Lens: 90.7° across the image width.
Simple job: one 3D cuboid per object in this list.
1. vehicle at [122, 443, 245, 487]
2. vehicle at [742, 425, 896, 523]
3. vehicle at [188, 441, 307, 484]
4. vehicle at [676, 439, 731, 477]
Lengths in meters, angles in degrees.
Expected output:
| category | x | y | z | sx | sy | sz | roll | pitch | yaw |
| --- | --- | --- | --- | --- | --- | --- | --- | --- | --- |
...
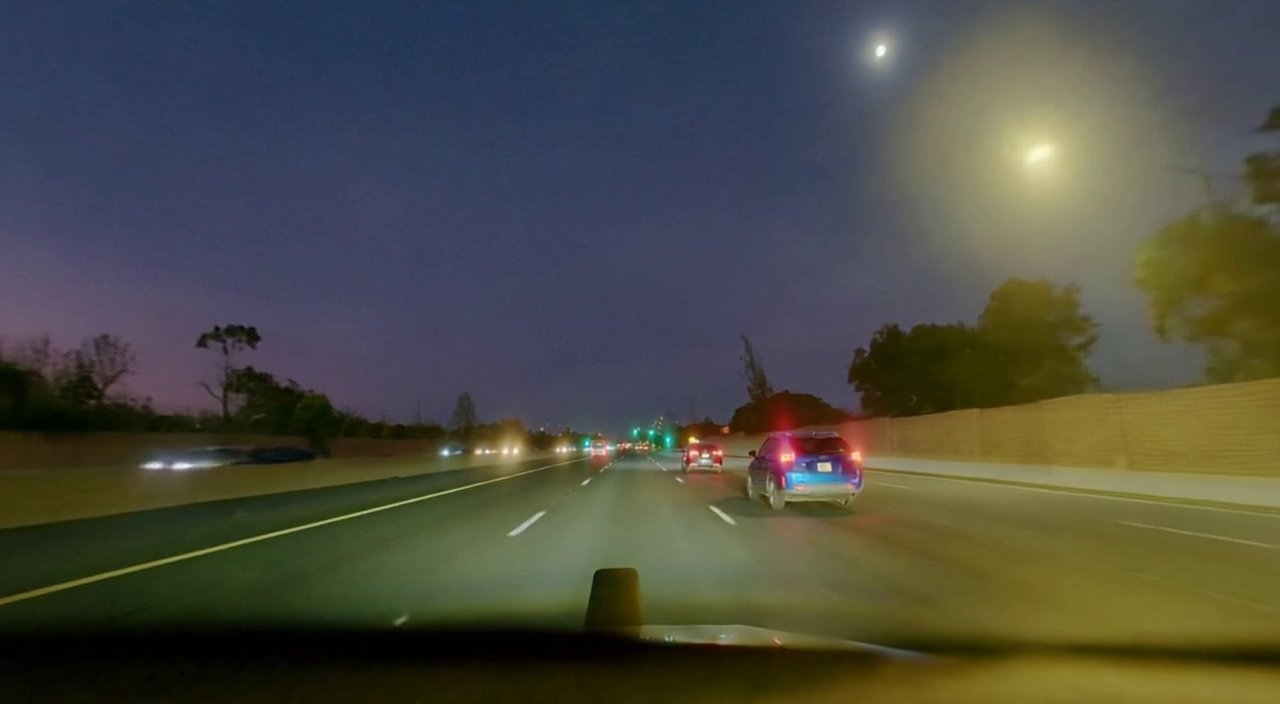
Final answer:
| category | x | y | z | sx | sy | sz | roll | pitch | yaw |
| --- | --- | --- | --- | --- | --- | --- | --- | --- | --- |
| vehicle | -20.062 | 4.938 | 28.120 | 2.003 | 1.762 | 4.668 | 0 | -9 | -1 |
| vehicle | 3.477 | 2.444 | 13.229 | 1.910 | 1.696 | 4.187 | 0 | -9 | -1 |
| vehicle | -16.223 | 4.571 | 26.526 | 2.013 | 1.624 | 4.630 | 0 | -9 | 0 |
| vehicle | 2.954 | 5.064 | 30.468 | 2.045 | 1.688 | 4.313 | 0 | -9 | -2 |
